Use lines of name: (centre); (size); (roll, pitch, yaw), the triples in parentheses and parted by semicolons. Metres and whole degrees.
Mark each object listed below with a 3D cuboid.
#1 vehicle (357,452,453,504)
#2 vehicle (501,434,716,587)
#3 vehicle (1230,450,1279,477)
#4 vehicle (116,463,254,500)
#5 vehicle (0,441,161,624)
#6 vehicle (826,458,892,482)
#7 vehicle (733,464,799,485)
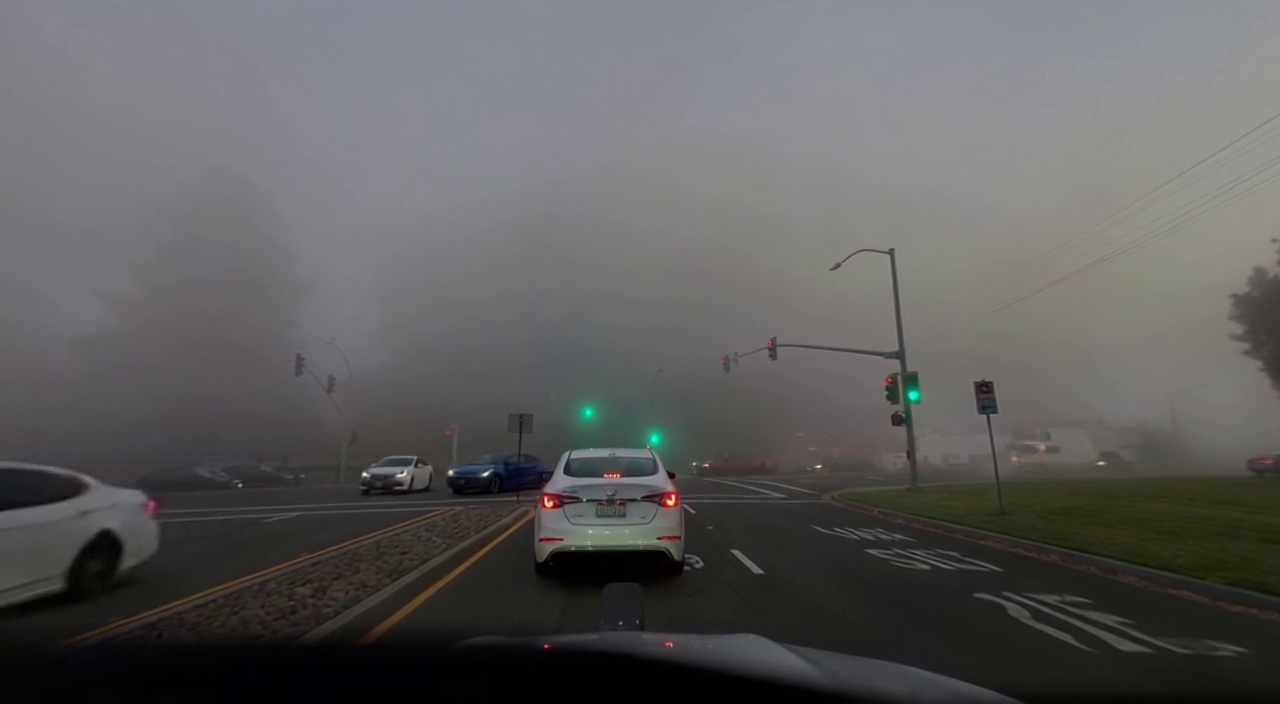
vehicle: (-7.880, 4.225, 21.700); (2.078, 1.534, 4.646); (1, -9, -8)
vehicle: (-0.345, 1.884, 8.424); (2.112, 1.479, 4.264); (0, -9, -1)
vehicle: (37.730, 6.596, 37.427); (4.601, 1.485, 1.929); (3, -9, -18)
vehicle: (-20.111, 5.730, 28.166); (4.548, 1.449, 1.802); (2, -9, -13)
vehicle: (-6.154, 1.376, 4.568); (2.073, 1.459, 4.495); (0, -9, -4)
vehicle: (16.503, 8.877, 47.546); (4.337, 1.637, 1.860); (2, -9, -16)
vehicle: (9.076, 8.805, 45.528); (4.254, 1.359, 1.895); (2, -9, -16)
